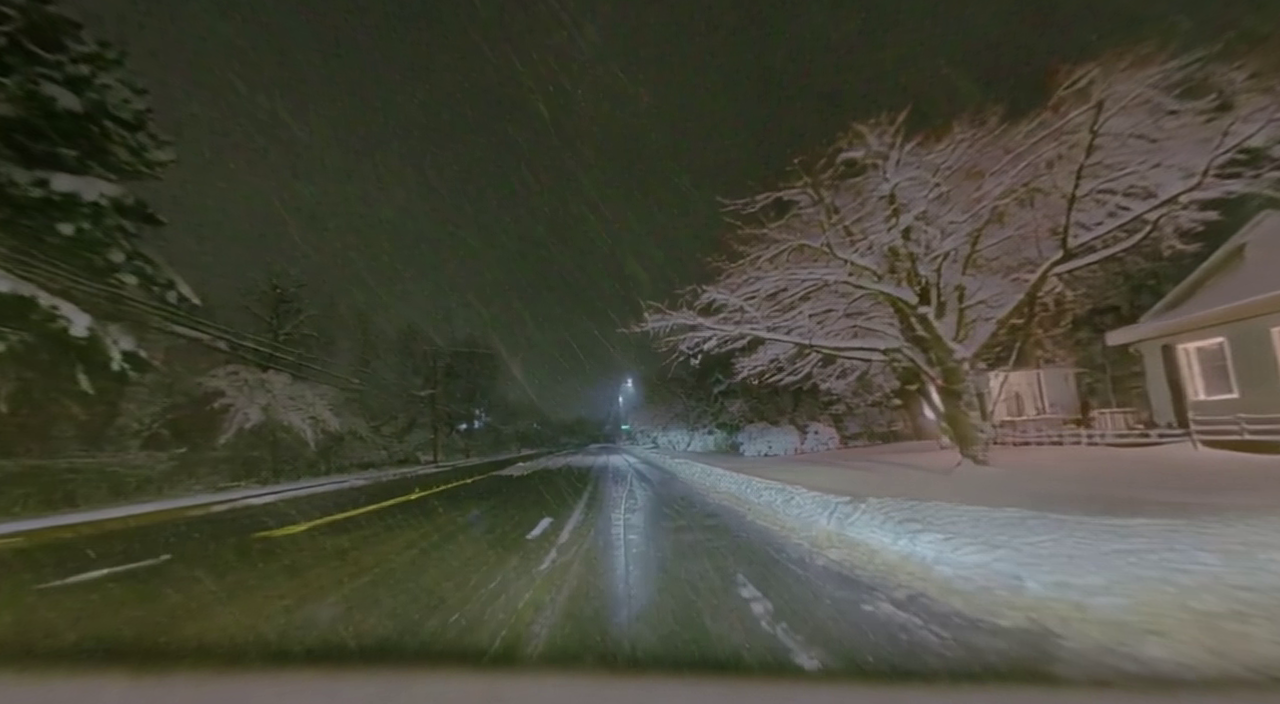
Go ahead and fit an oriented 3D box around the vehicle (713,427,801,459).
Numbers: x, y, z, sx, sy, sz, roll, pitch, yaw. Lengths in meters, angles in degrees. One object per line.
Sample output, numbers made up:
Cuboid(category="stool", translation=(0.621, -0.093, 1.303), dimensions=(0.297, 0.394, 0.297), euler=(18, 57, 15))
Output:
Cuboid(category="vehicle", translation=(6.061, 4.736, 33.006), dimensions=(4.153, 1.605, 1.835), euler=(0, -8, -5))
